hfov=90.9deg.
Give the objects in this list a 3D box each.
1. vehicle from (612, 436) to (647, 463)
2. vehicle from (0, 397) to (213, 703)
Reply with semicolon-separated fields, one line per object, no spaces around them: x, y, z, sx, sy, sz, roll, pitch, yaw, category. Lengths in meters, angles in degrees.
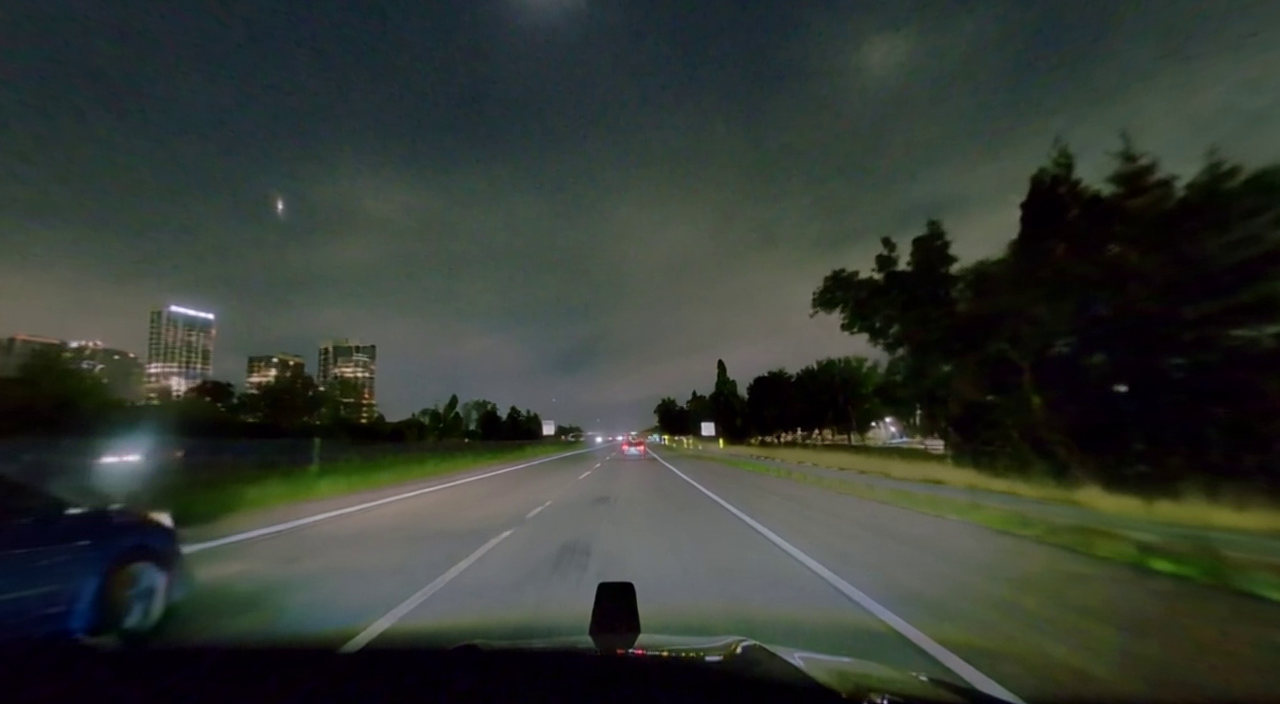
-0.691;6.177;40.088;2.151;1.618;3.898;0;-8;-2;vehicle
-4.359;0.921;2.442;2.189;1.580;4.607;0;-8;0;vehicle
